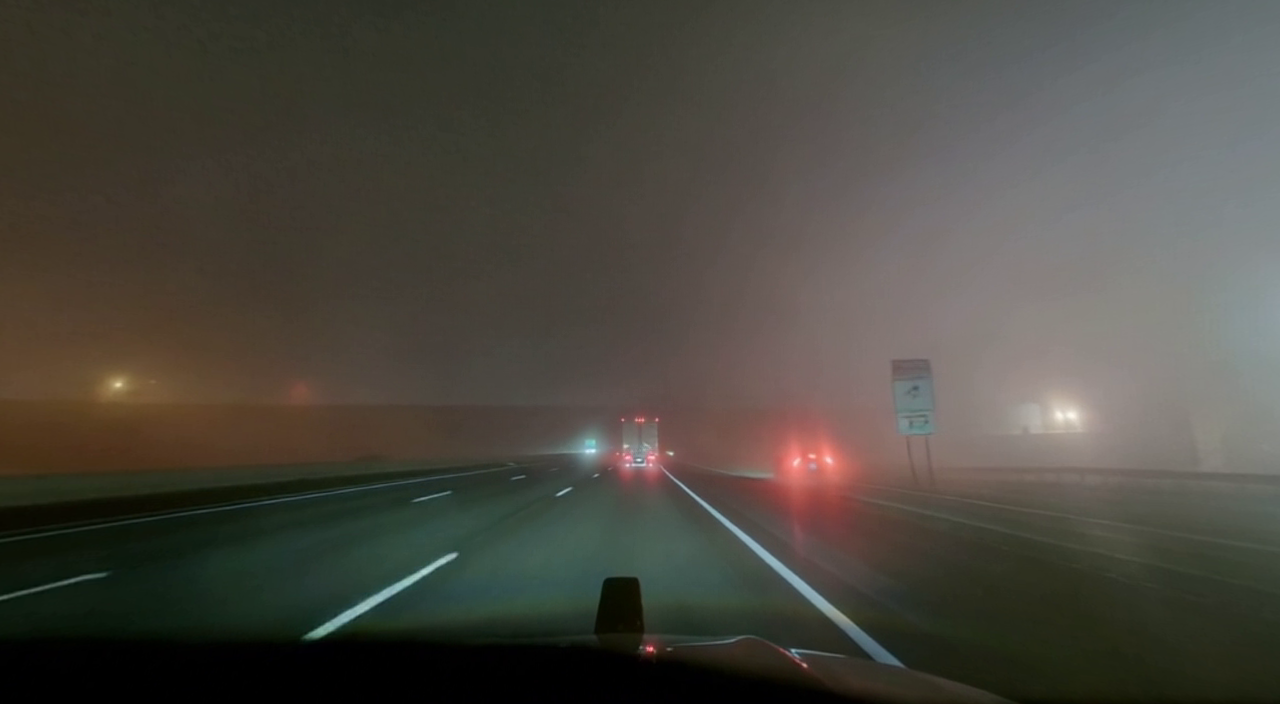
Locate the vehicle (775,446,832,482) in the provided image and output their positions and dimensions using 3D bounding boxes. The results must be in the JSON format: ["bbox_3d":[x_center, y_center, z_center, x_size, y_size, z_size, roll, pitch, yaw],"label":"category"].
[{"bbox_3d":[7.372,5.049,28.718,1.660,1.497,3.594,0,-9,1],"label":"vehicle"}]
